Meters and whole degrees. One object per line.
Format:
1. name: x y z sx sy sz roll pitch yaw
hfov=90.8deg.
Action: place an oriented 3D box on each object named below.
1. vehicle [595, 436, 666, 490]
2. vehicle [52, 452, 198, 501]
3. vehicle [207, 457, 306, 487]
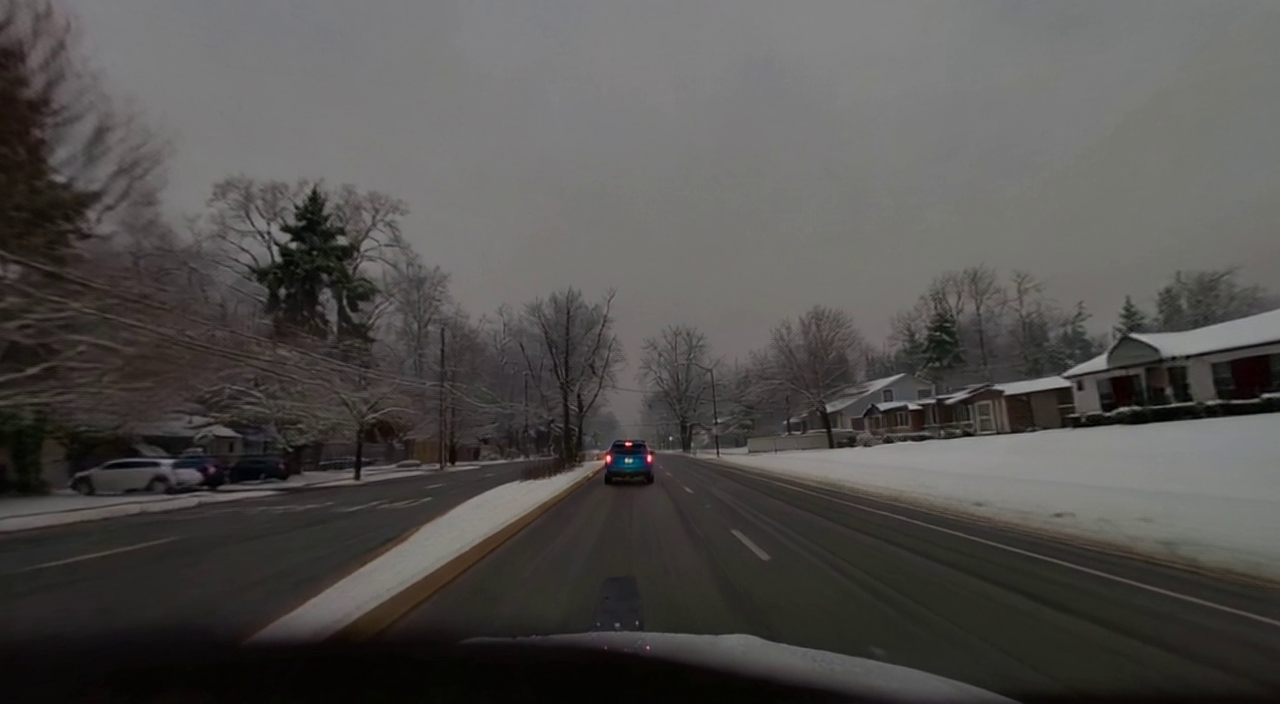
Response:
1. vehicle: -0.279 3.738 21.629 2.181 1.639 4.127 0 -9 0
2. vehicle: -21.633 5.222 26.669 4.470 1.917 1.932 -1 -9 3
3. vehicle: -21.655 6.779 35.795 4.366 1.526 1.921 0 -9 0
